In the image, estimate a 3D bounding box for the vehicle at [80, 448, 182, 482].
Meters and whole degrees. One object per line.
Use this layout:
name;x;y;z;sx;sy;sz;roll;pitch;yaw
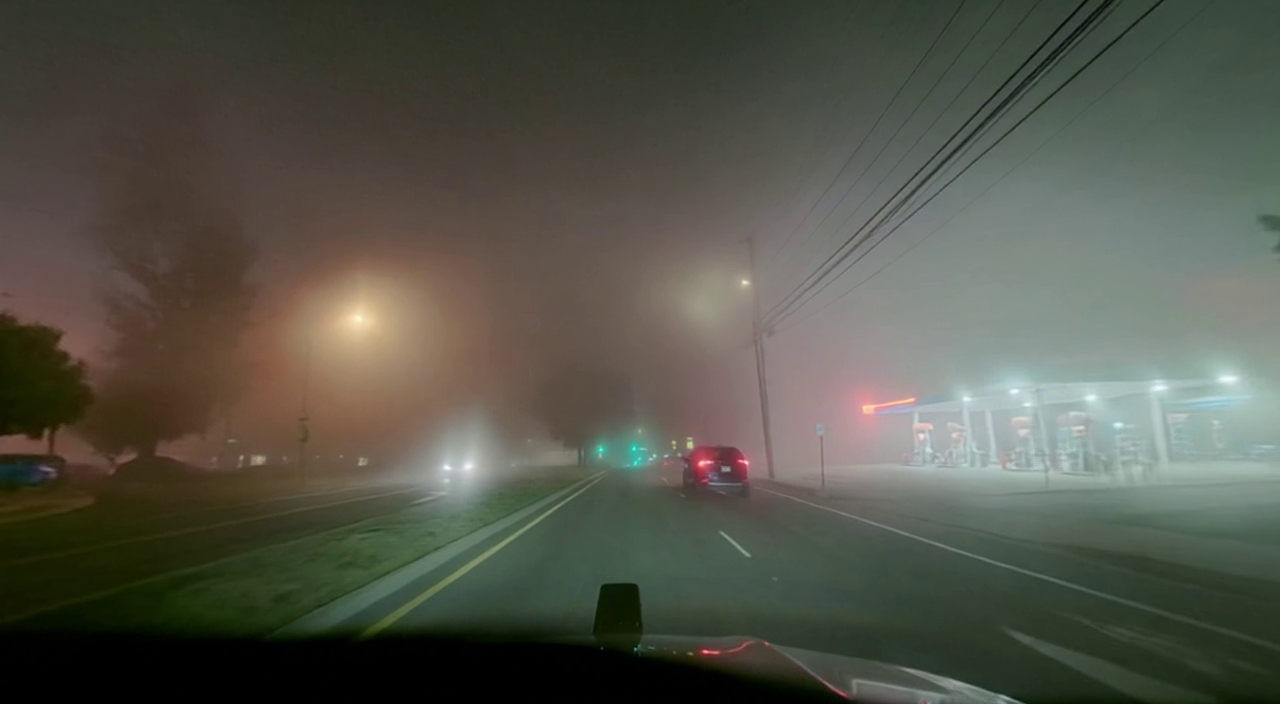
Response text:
vehicle;-29.869;6.624;37.310;2.116;1.874;4.709;0;-9;-1

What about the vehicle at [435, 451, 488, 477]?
vehicle;-11.014;6.945;39.265;1.893;1.480;4.482;-1;-9;1

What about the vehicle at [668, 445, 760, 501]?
vehicle;2.097;3.618;19.292;2.061;1.475;4.296;0;-9;-3

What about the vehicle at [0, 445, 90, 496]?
vehicle;-24.496;4.520;24.276;2.082;1.829;5.094;0;-9;-1
